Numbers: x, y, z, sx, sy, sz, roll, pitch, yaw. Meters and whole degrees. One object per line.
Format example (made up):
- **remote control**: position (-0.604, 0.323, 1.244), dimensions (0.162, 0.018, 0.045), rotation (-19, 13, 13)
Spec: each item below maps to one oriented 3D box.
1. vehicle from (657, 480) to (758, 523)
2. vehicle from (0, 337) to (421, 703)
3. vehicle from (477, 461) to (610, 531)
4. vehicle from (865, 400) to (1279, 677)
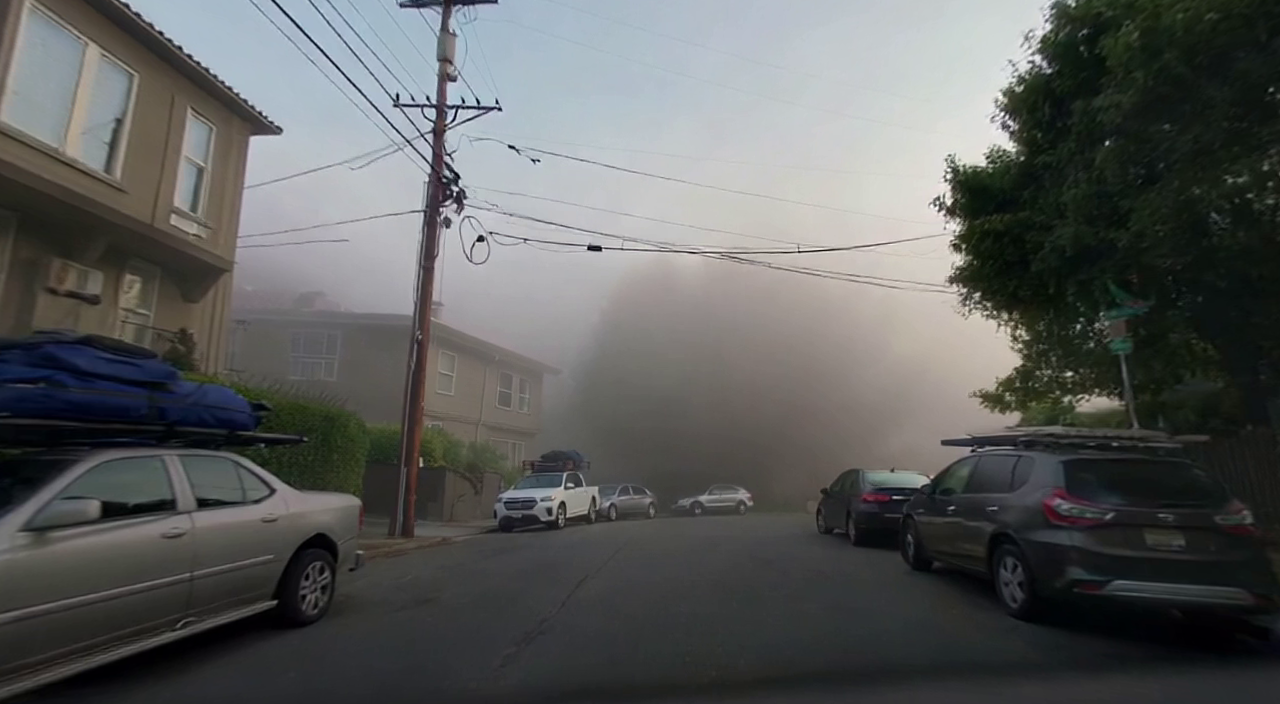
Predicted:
- **vehicle**: position (3.098, 6.742, 28.776), dimensions (4.217, 1.547, 2.082), rotation (6, -10, -33)
- **vehicle**: position (-3.570, 0.994, 3.739), dimensions (2.195, 1.797, 5.890), rotation (0, -7, 3)
- **vehicle**: position (-2.559, 4.090, 18.415), dimensions (2.247, 1.702, 5.043), rotation (-2, -11, 10)
- **vehicle**: position (4.125, 1.614, 6.775), dimensions (1.899, 1.877, 4.668), rotation (1, -8, 3)
